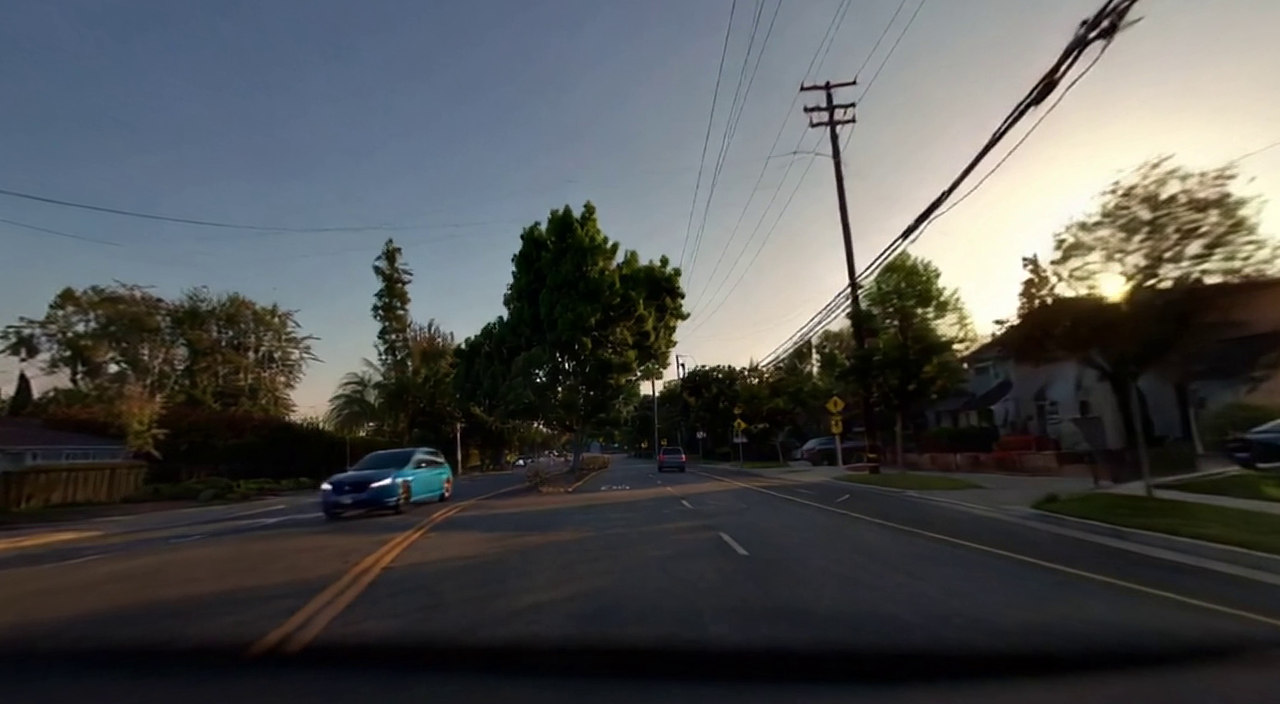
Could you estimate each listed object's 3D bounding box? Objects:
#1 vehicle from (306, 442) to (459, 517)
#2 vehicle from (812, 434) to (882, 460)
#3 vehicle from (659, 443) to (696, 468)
[{"bbox_3d":[-6.663,3.325,16.989,2.127,1.725,4.366,-1,-9,2],"label":"vehicle"},{"bbox_3d":[16.095,7.412,49.195,4.583,1.932,2.256,0,-8,-4],"label":"vehicle"},{"bbox_3d":[2.801,7.969,48.713,2.144,1.843,4.827,0,-9,-5],"label":"vehicle"}]
